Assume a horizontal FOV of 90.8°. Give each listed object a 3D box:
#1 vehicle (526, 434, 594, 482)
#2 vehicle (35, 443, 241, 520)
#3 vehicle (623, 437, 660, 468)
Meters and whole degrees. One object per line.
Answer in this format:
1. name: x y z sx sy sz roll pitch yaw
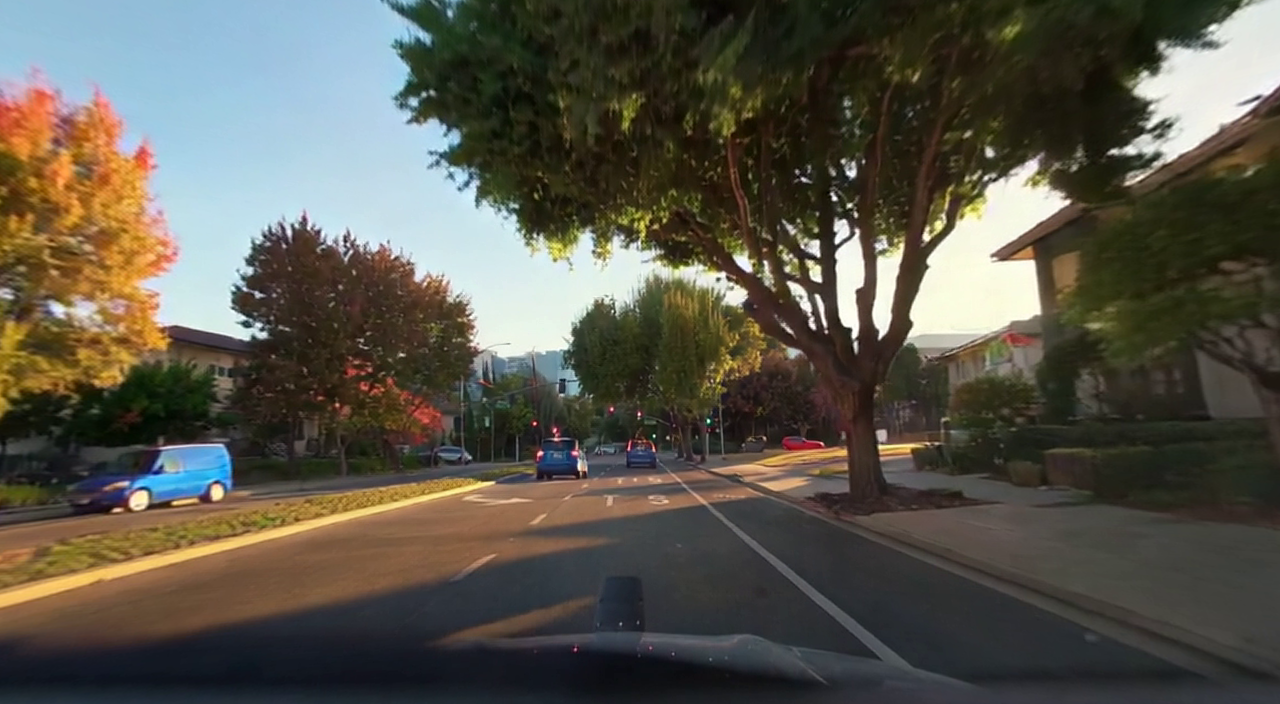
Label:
1. vehicle: -3.094 4.200 25.370 2.097 1.755 4.336 0 -8 1
2. vehicle: -14.051 3.591 18.171 1.996 1.886 4.692 0 -8 0
3. vehicle: 0.051 6.081 38.372 2.088 1.735 4.801 0 -8 -1
